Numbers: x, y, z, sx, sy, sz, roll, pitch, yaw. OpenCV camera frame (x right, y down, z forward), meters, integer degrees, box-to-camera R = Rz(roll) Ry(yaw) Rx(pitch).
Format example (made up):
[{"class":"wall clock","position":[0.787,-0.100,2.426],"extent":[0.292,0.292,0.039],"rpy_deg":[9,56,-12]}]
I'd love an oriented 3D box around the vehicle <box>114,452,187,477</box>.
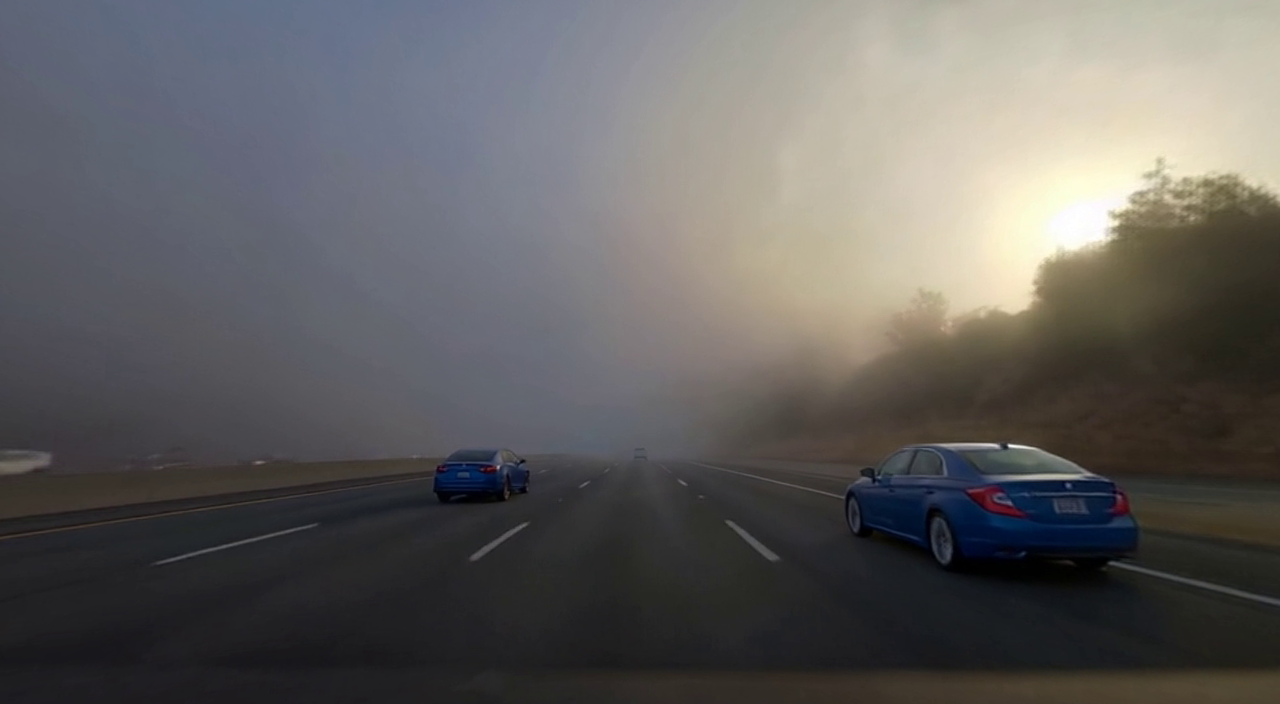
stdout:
[{"class":"vehicle","position":[-36.357,8.359,46.915],"extent":[1.882,1.744,4.480],"rpy_deg":[0,-9,-1]}]

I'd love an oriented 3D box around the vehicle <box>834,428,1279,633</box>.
[{"class":"vehicle","position":[4.007,1.677,7.074],"extent":[2.049,1.481,4.774],"rpy_deg":[0,-9,-1]}]

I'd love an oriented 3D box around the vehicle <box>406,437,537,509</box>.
[{"class":"vehicle","position":[-3.994,2.932,15.777],"extent":[1.987,1.516,4.478],"rpy_deg":[0,-9,1]}]

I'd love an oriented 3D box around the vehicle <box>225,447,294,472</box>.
[{"class":"vehicle","position":[-28.815,8.163,47.912],"extent":[2.033,1.774,5.027],"rpy_deg":[0,-9,1]}]
